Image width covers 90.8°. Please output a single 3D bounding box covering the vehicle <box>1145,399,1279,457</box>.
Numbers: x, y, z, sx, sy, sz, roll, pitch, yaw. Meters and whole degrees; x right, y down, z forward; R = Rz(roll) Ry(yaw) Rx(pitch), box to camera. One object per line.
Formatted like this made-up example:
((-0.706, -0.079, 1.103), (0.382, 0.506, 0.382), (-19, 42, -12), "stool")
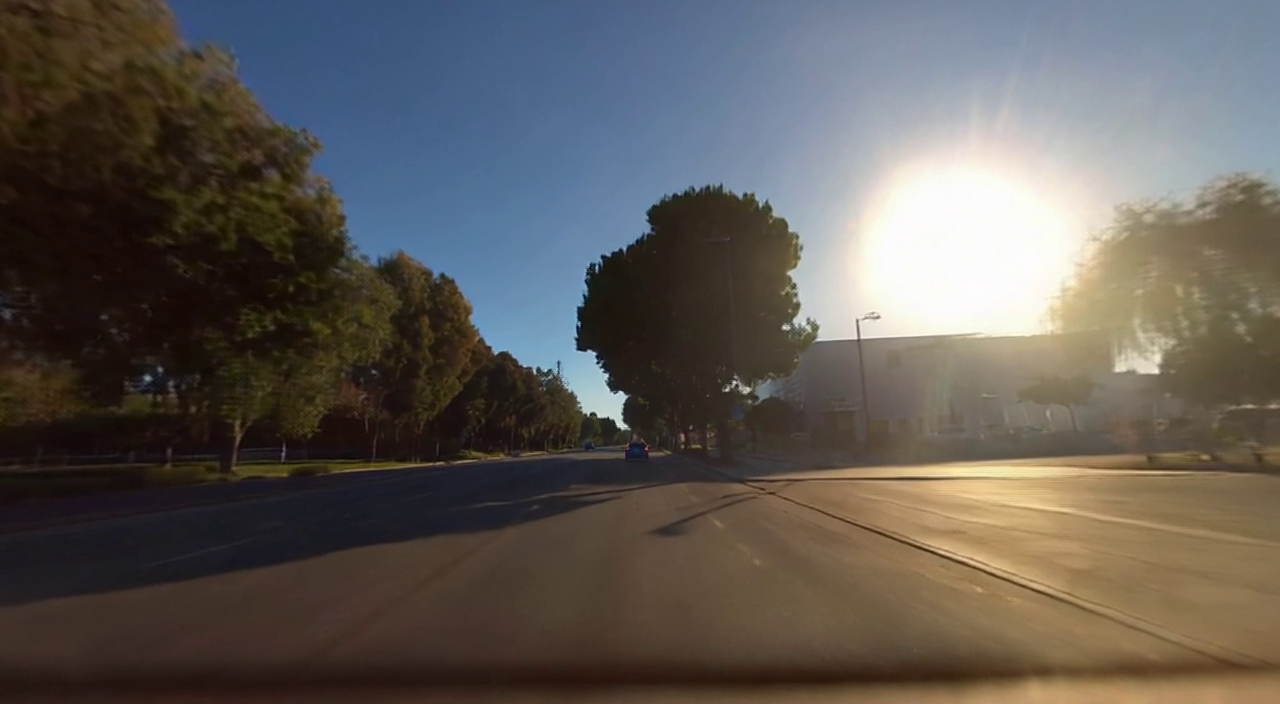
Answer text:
((46.361, 5.616, 46.815), (14.828, 4.062, 2.936), (-1, -8, 2), "vehicle")
